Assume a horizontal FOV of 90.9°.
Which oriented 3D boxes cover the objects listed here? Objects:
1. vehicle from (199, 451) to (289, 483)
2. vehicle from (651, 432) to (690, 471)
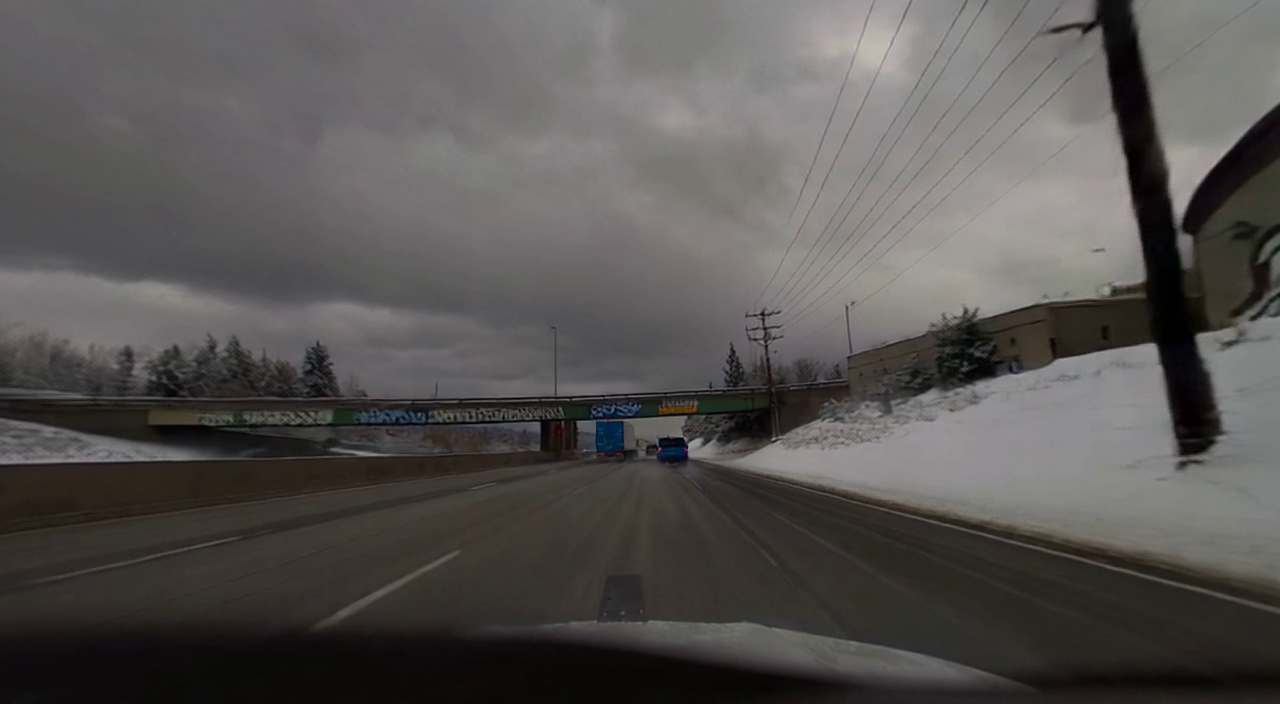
[{"bbox_3d":[-22.290,6.474,35.745,1.905,1.643,4.747,0,-9,2],"label":"vehicle"},{"bbox_3d":[2.161,7.308,46.352,2.462,2.627,5.799,0,-9,-1],"label":"vehicle"}]
